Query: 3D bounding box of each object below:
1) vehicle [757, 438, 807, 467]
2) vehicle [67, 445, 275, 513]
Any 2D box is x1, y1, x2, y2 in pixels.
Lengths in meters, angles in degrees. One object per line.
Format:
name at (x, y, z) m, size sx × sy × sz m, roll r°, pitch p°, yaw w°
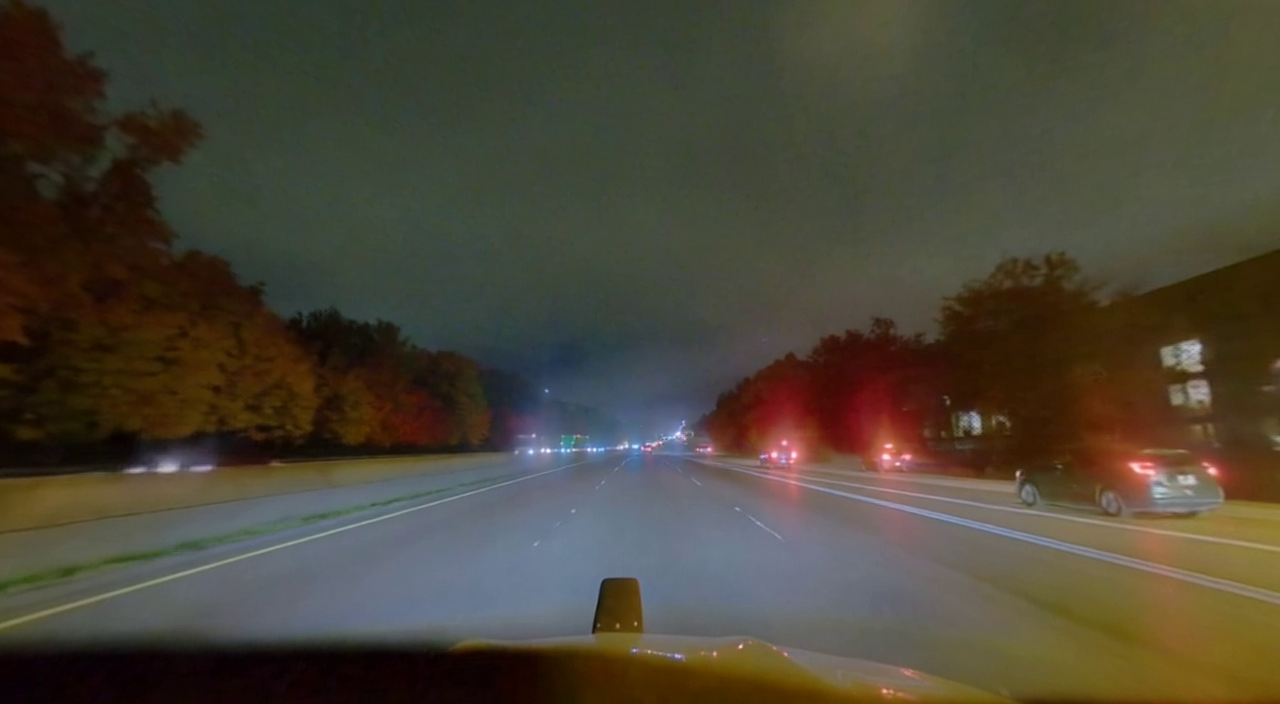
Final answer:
vehicle at (9.394, 6.694, 41.776) m, size 2.034 × 1.770 × 4.637 m, roll 0°, pitch -9°, yaw -2°
vehicle at (-11.851, 3.205, 16.324) m, size 2.037 × 1.490 × 4.375 m, roll 0°, pitch -9°, yaw 0°
